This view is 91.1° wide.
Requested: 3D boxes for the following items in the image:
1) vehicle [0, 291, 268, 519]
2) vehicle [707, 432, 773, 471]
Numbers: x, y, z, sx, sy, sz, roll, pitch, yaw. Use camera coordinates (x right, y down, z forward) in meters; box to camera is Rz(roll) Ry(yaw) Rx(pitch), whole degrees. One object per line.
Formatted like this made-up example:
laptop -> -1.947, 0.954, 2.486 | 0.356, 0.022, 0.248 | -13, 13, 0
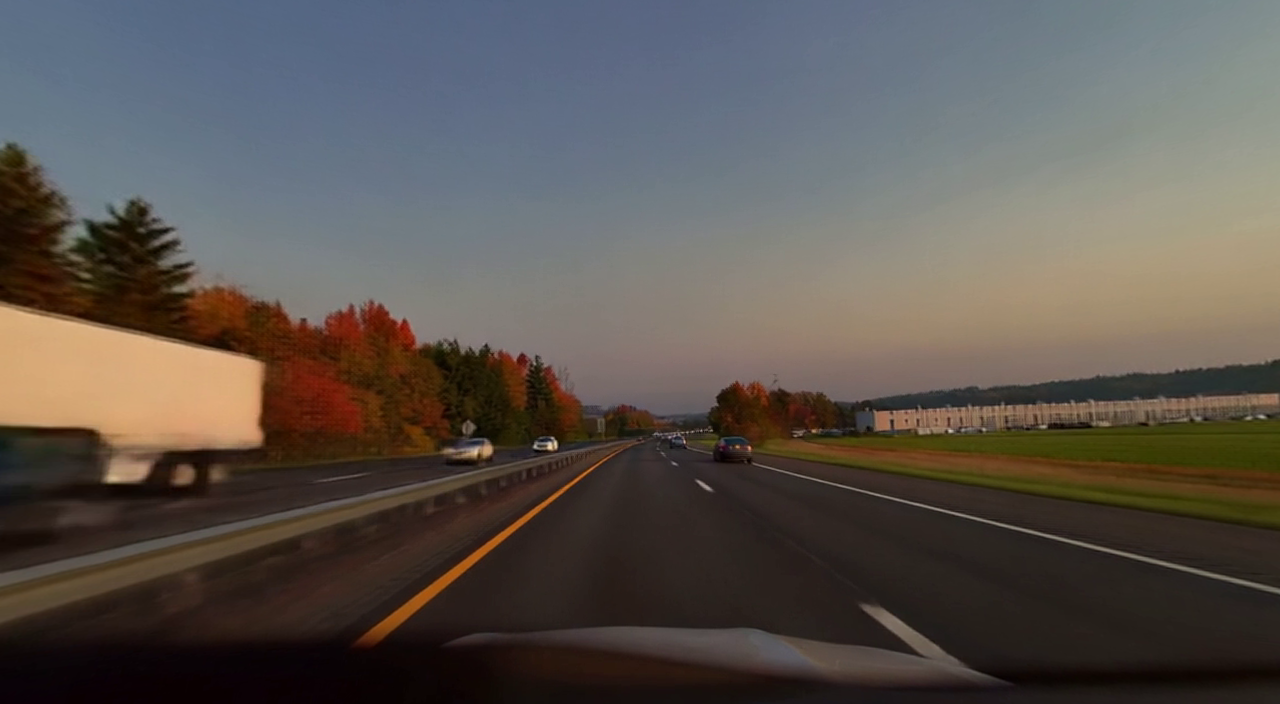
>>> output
vehicle -> -12.981, 1.103, 12.344 | 2.930, 4.068, 13.664 | 0, -8, 0
vehicle -> 4.185, 4.234, 26.970 | 2.024, 1.516, 4.197 | 0, -8, -1
